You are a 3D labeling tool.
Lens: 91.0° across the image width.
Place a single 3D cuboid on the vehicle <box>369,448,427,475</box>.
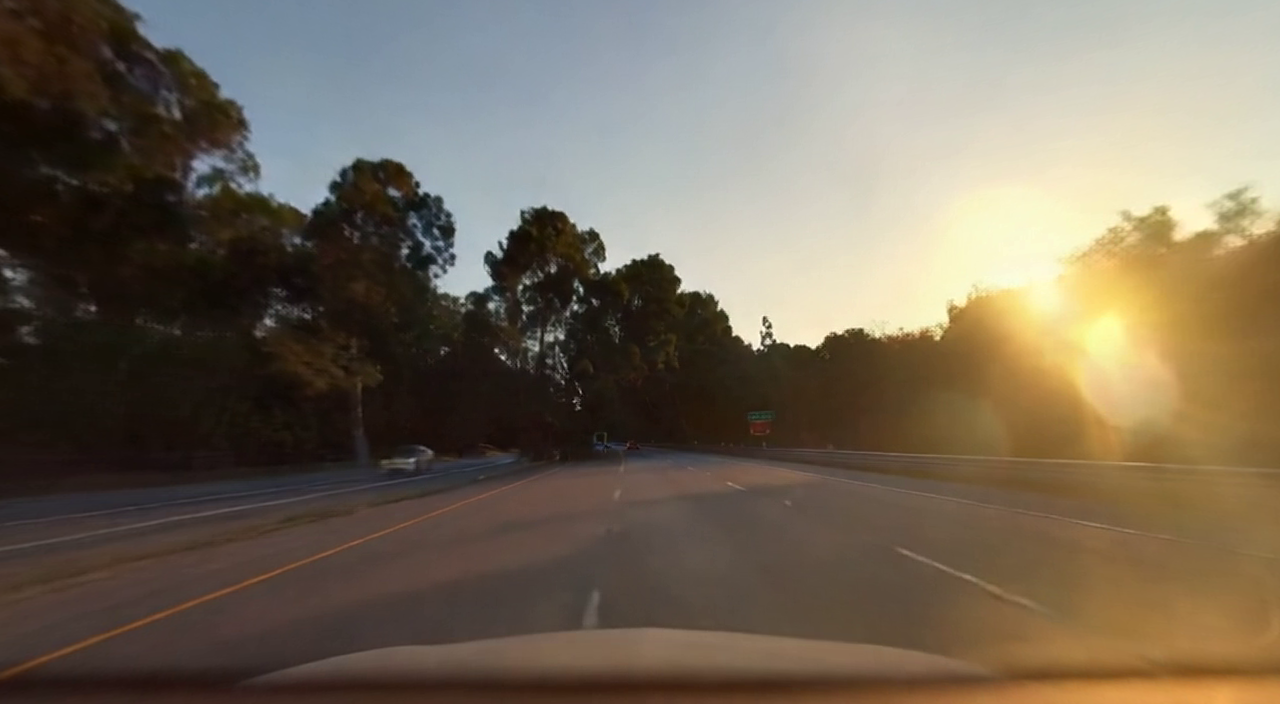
[{"bbox_3d":[-14.893,6.735,39.007,1.877,1.525,4.464,0,-8,-1],"label":"vehicle"}]
